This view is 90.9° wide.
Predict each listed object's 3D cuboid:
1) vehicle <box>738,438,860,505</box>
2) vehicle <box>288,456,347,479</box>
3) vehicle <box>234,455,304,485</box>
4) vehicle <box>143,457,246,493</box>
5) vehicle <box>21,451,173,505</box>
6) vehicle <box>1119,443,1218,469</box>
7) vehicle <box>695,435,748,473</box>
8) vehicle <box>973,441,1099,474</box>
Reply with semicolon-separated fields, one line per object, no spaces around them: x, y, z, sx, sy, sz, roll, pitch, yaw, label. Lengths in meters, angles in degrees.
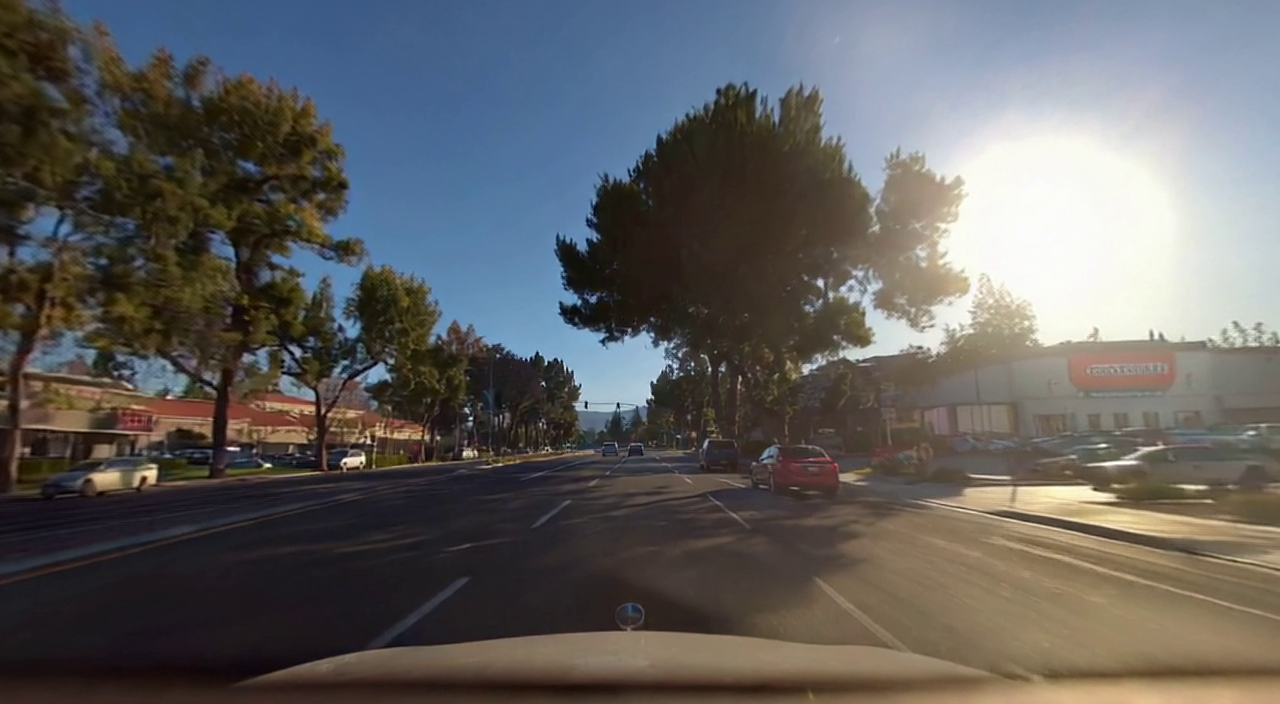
3.892;2.989;16.257;1.916;1.459;4.335;0;-8;-2;vehicle
-22.780;8.156;44.730;1.804;1.460;4.515;0;-8;1;vehicle
-22.790;7.236;38.913;1.822;1.551;4.295;-3;-8;0;vehicle
-22.700;6.243;32.410;1.833;1.534;4.821;-1;-8;-1;vehicle
-22.422;5.161;26.397;2.058;1.837;4.990;-3;-8;-2;vehicle
31.627;6.235;37.794;4.343;1.469;1.877;1;-9;-3;vehicle
4.404;5.588;34.798;2.140;1.921;4.431;0;-8;-2;vehicle
18.378;4.904;29.424;4.502;1.459;2.082;0;-8;-2;vehicle
